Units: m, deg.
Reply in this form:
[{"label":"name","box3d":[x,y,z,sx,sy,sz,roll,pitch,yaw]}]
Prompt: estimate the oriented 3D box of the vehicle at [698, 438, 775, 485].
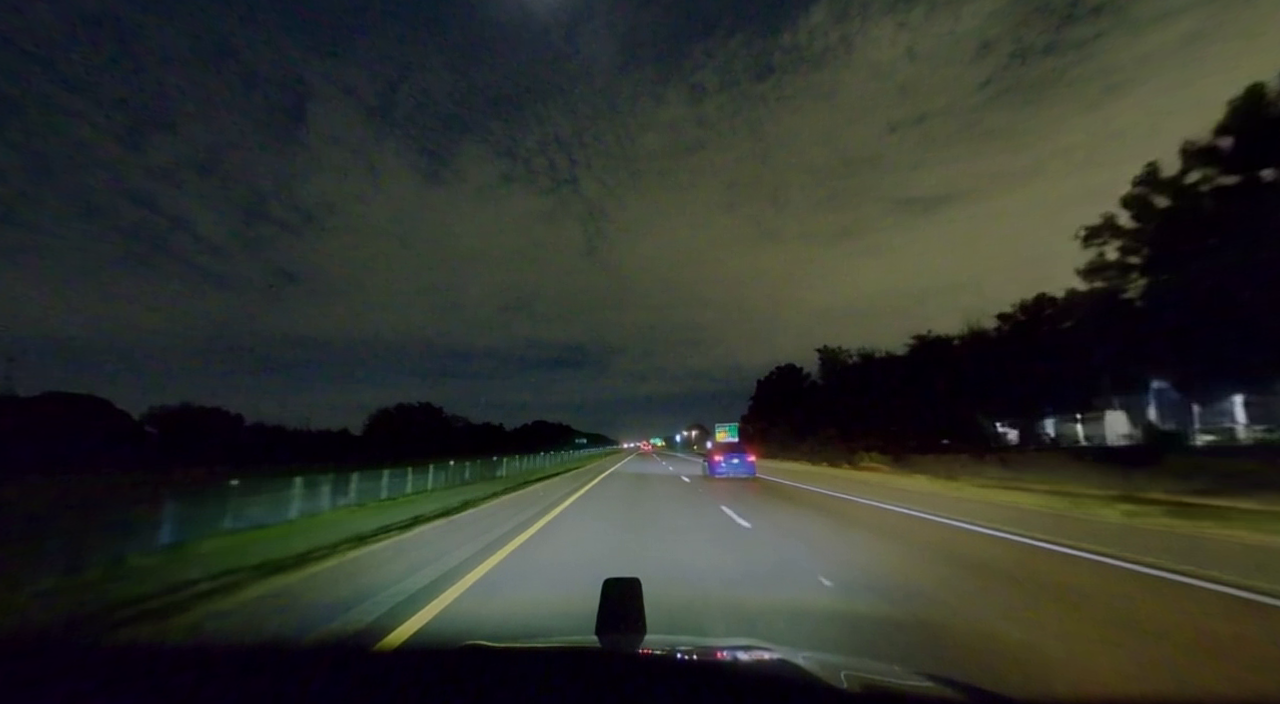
[{"label":"vehicle","box3d":[3.431,3.971,23.060,2.079,1.531,3.997,0,-8,-1]}]
